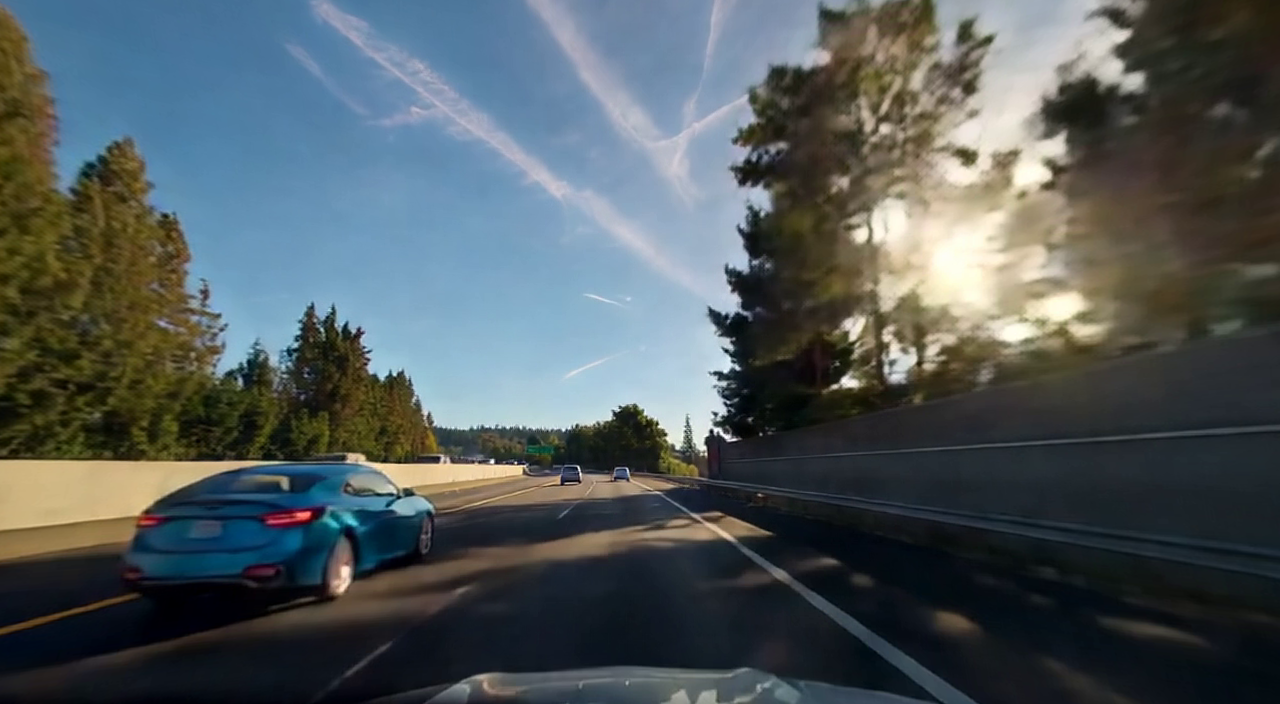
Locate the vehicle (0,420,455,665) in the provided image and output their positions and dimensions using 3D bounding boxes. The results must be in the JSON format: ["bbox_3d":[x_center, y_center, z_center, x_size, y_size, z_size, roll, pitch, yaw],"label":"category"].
[{"bbox_3d":[-3.883,1.707,6.684,2.328,1.559,5.041,1,-11,-1],"label":"vehicle"}]

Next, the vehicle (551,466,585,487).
[{"bbox_3d":[-5.620,9.784,49.637,2.310,1.521,4.731,1,-11,-3],"label":"vehicle"}]
